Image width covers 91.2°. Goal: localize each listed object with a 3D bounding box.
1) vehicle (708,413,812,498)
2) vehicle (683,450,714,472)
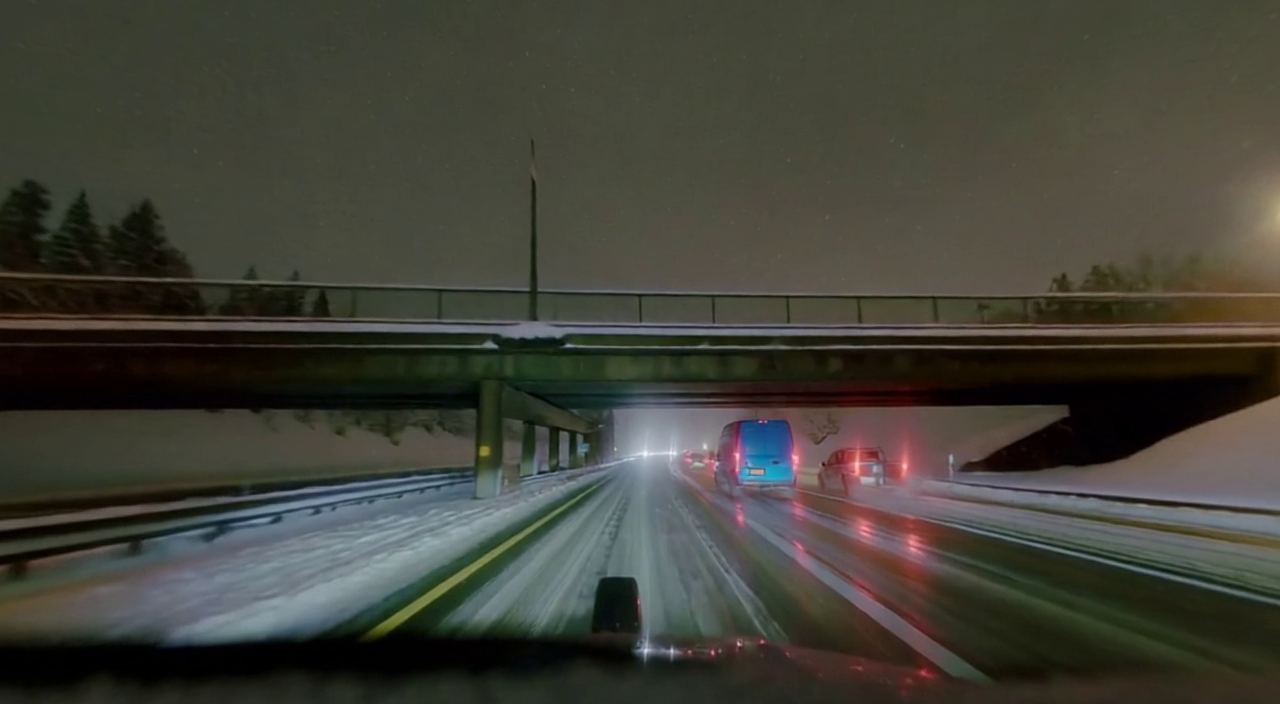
[{"bbox_3d":[3.979,3.613,22.104,2.560,2.598,5.581,0,-9,0],"label":"vehicle"},{"bbox_3d":[4.509,8.454,48.837,2.131,1.665,4.268,-1,-9,1],"label":"vehicle"}]
